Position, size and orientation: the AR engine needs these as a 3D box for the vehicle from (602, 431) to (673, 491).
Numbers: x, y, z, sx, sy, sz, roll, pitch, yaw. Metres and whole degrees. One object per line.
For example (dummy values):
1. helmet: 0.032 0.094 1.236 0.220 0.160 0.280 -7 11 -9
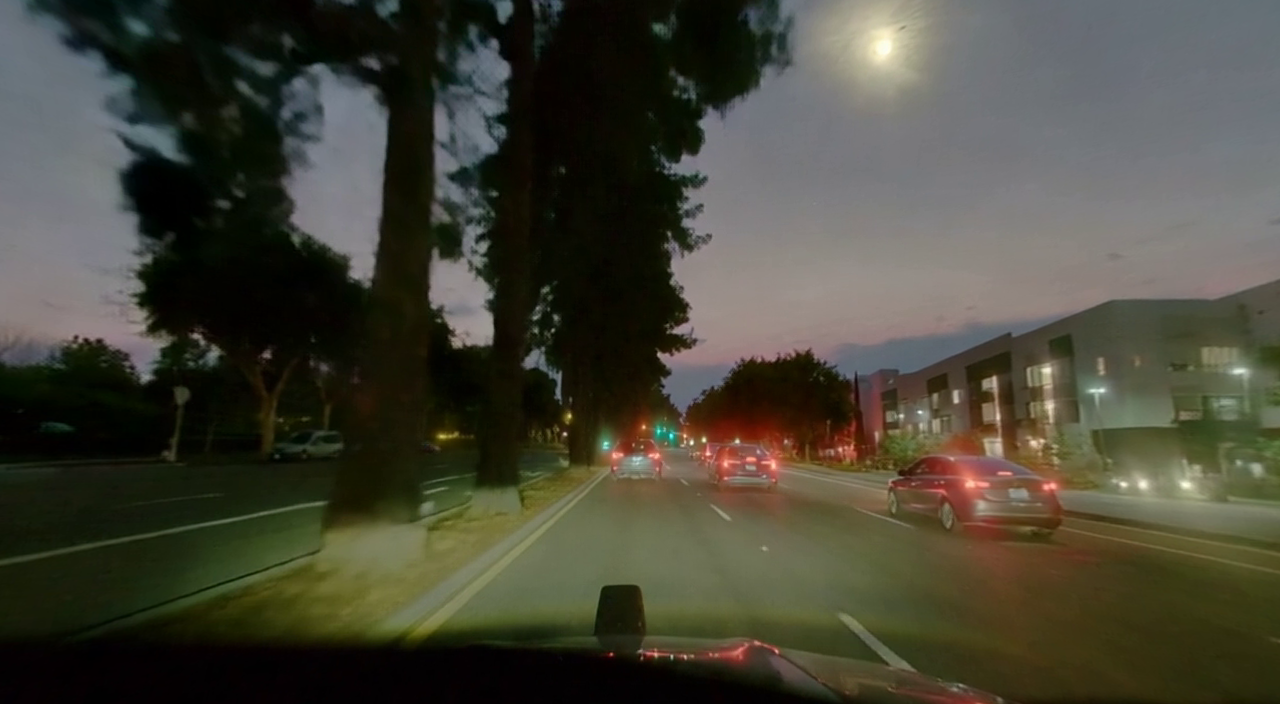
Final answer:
1. vehicle: -0.068 3.397 19.874 2.008 1.674 4.239 0 -8 0

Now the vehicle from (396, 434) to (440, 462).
1. vehicle: -14.140 6.078 39.768 2.161 1.642 4.587 4 -9 -24

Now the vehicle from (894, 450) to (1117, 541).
1. vehicle: 7.067 2.768 12.806 1.944 1.458 4.268 0 -8 -1

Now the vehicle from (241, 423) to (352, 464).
1. vehicle: -18.709 5.068 34.697 2.226 2.019 6.809 0 -8 1

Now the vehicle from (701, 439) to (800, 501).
1. vehicle: 2.957 3.240 17.702 1.932 1.510 4.168 0 -8 -1

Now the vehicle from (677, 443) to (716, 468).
1. vehicle: 3.582 6.586 40.231 2.012 1.462 4.163 0 -8 -1

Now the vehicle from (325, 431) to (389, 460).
1. vehicle: -18.533 6.157 41.403 1.915 1.824 4.760 0 -8 1
